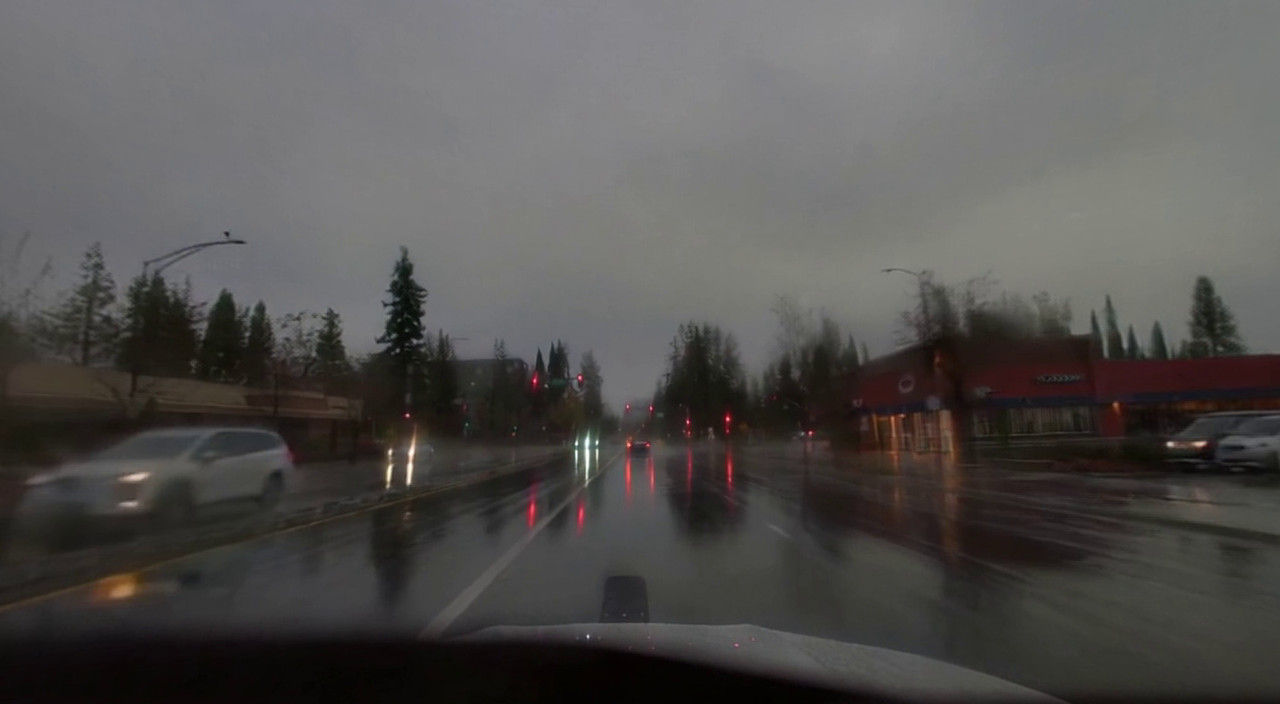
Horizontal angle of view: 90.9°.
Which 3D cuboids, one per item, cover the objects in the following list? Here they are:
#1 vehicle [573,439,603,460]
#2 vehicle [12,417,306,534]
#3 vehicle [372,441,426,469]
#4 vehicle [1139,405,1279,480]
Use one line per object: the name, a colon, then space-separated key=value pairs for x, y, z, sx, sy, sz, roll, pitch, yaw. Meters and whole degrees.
vehicle: x=-3.882 y=7.286 z=47.319 sx=1.942 sy=1.497 sz=4.561 roll=0 pitch=-8 yaw=-1
vehicle: x=-8.661 y=2.240 z=12.072 sx=2.149 sy=1.793 sz=4.468 roll=0 pitch=-8 yaw=-2
vehicle: x=-15.691 y=6.704 z=41.350 sx=1.834 sy=1.694 sz=4.405 roll=0 pitch=-8 yaw=0
vehicle: x=17.364 y=2.496 z=17.500 sx=5.117 sy=1.933 sz=2.035 roll=-1 pitch=-8 yaw=3
